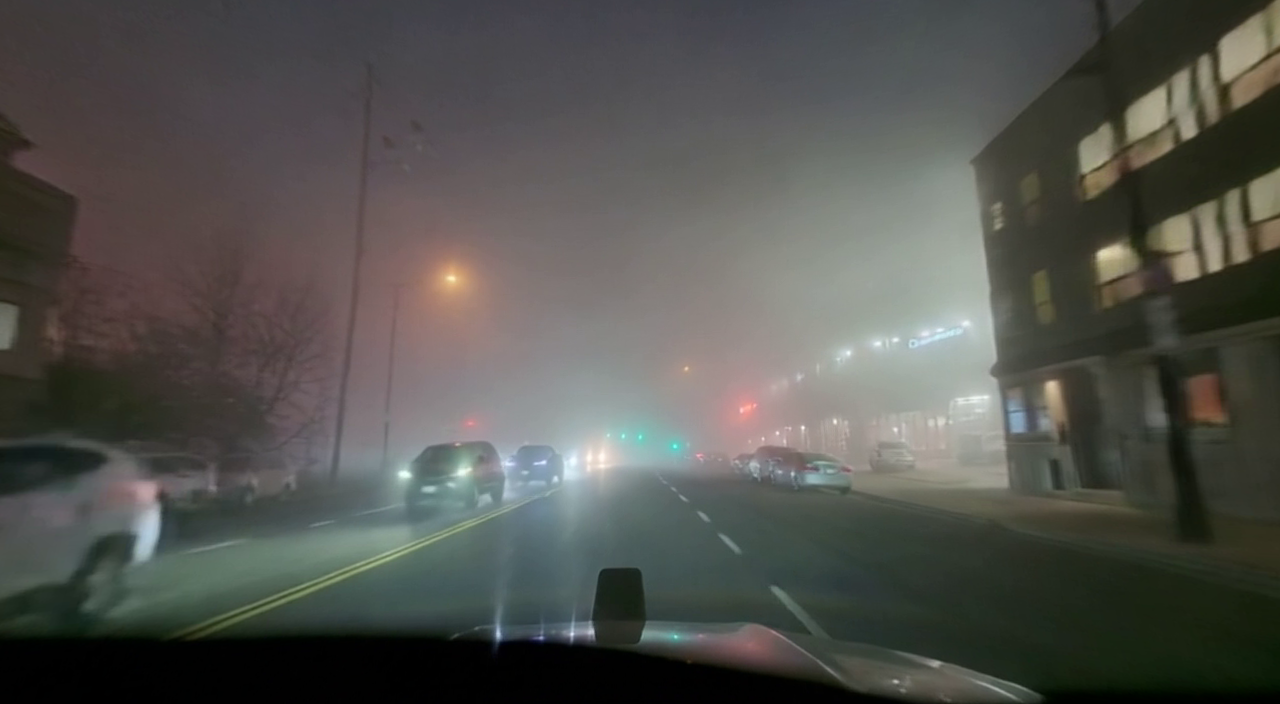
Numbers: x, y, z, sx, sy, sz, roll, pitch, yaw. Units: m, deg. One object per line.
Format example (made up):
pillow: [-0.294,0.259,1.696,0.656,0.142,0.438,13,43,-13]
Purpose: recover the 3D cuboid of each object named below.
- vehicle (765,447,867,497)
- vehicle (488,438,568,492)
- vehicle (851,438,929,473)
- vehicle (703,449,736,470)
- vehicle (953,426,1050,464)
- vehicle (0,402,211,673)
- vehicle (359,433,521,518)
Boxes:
vehicle: [5.980,4.092,22.066,2.054,1.525,4.258,0,-8,-4]
vehicle: [-3.784,3.897,22.206,1.914,1.682,4.263,-1,-8,2]
vehicle: [11.722,4.884,30.046,1.866,1.506,4.934,0,-8,2]
vehicle: [6.032,8.229,48.469,1.837,1.482,4.706,0,-8,-1]
vehicle: [17.256,4.487,30.435,1.908,1.680,4.434,0,-8,-2]
vehicle: [-4.906,1.084,3.488,1.950,1.636,4.253,-1,-8,2]
vehicle: [-4.333,2.749,14.614,2.145,1.653,4.421,-1,-8,2]
